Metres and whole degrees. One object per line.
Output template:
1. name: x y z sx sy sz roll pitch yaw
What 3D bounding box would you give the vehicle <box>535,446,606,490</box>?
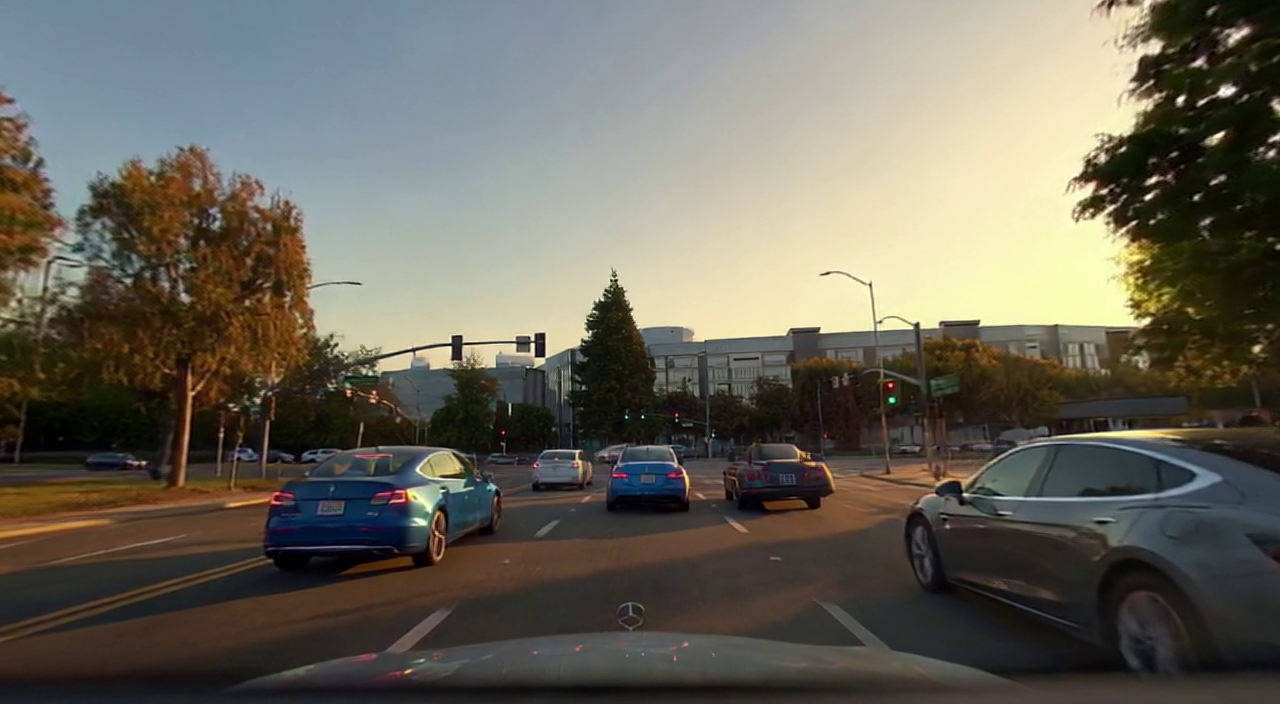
1. vehicle: -2.565 4.397 24.273 2.089 1.537 4.073 -1 -9 2

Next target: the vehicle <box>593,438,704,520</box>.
1. vehicle: 0.147 2.780 14.346 2.144 1.563 4.218 0 -9 0

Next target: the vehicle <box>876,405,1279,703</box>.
1. vehicle: 3.344 1.198 3.916 1.951 1.522 4.614 0 -8 0

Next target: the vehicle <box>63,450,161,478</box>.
1. vehicle: -38.268 8.089 45.726 5.268 1.770 2.107 -2 -9 2

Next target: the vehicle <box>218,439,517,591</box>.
1. vehicle: -3.149 1.959 8.526 2.015 1.478 4.407 0 -8 1

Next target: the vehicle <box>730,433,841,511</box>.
1. vehicle: 3.610 3.037 16.413 1.938 1.732 4.006 0 -8 1
